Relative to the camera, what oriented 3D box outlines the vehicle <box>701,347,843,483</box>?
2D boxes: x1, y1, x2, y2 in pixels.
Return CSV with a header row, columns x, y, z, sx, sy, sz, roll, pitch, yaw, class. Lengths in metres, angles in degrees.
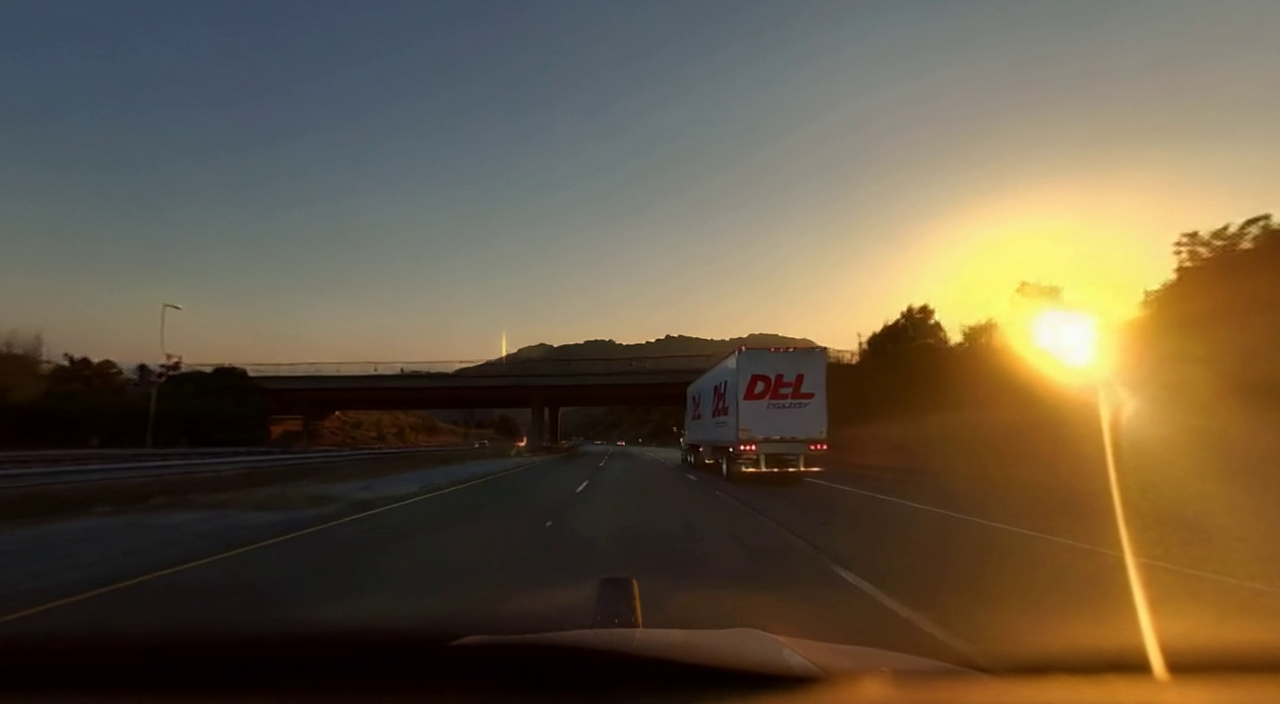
x,y,z,sx,sy,sz,roll,pitch,yaw,class
4.226,2.387,22.438,2.880,3.918,8.254,0,-8,-2,vehicle
